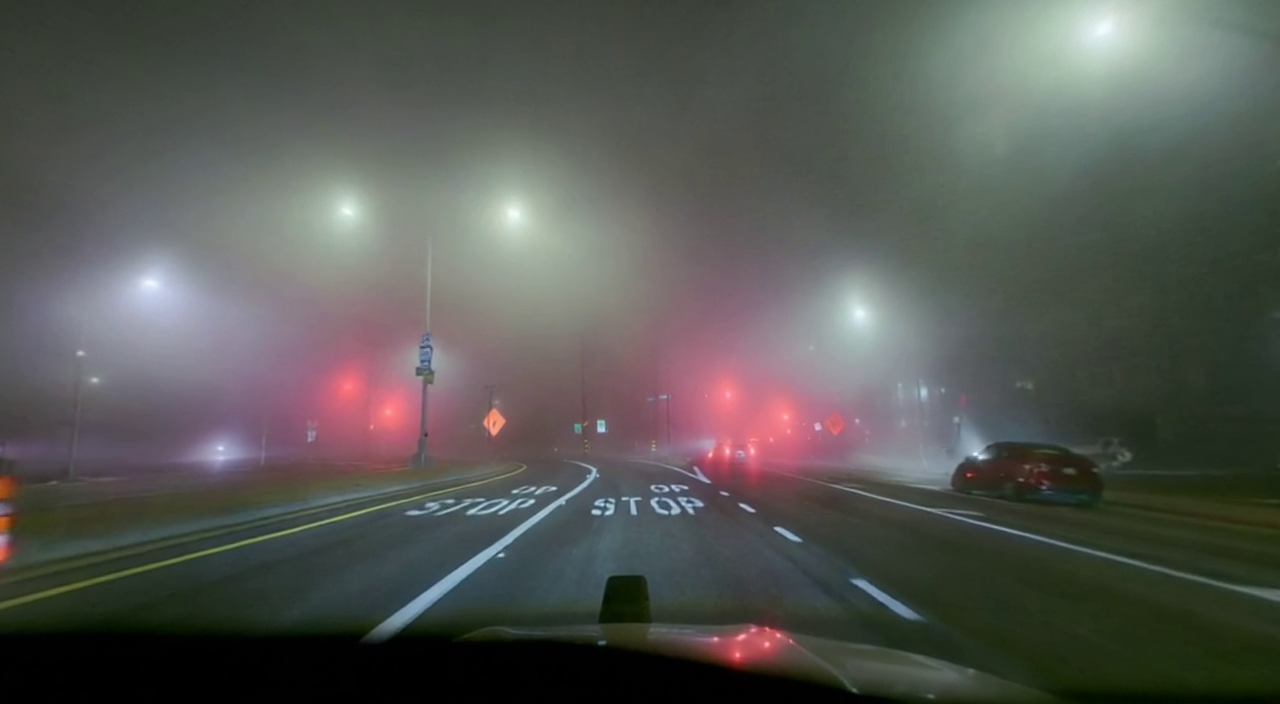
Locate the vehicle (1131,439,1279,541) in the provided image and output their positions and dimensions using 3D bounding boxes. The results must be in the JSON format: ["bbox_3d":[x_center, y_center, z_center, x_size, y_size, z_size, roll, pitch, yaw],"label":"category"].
[{"bbox_3d":[10.361,2.073,9.595,2.000,1.487,4.548,0,-9,-2],"label":"vehicle"}]

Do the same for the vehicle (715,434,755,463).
[{"bbox_3d":[6.182,6.337,41.567,2.150,1.779,4.423,-1,-9,3],"label":"vehicle"}]

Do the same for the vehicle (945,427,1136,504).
[{"bbox_3d":[10.471,3.005,17.092,1.961,1.754,4.889,0,-9,0],"label":"vehicle"}]
